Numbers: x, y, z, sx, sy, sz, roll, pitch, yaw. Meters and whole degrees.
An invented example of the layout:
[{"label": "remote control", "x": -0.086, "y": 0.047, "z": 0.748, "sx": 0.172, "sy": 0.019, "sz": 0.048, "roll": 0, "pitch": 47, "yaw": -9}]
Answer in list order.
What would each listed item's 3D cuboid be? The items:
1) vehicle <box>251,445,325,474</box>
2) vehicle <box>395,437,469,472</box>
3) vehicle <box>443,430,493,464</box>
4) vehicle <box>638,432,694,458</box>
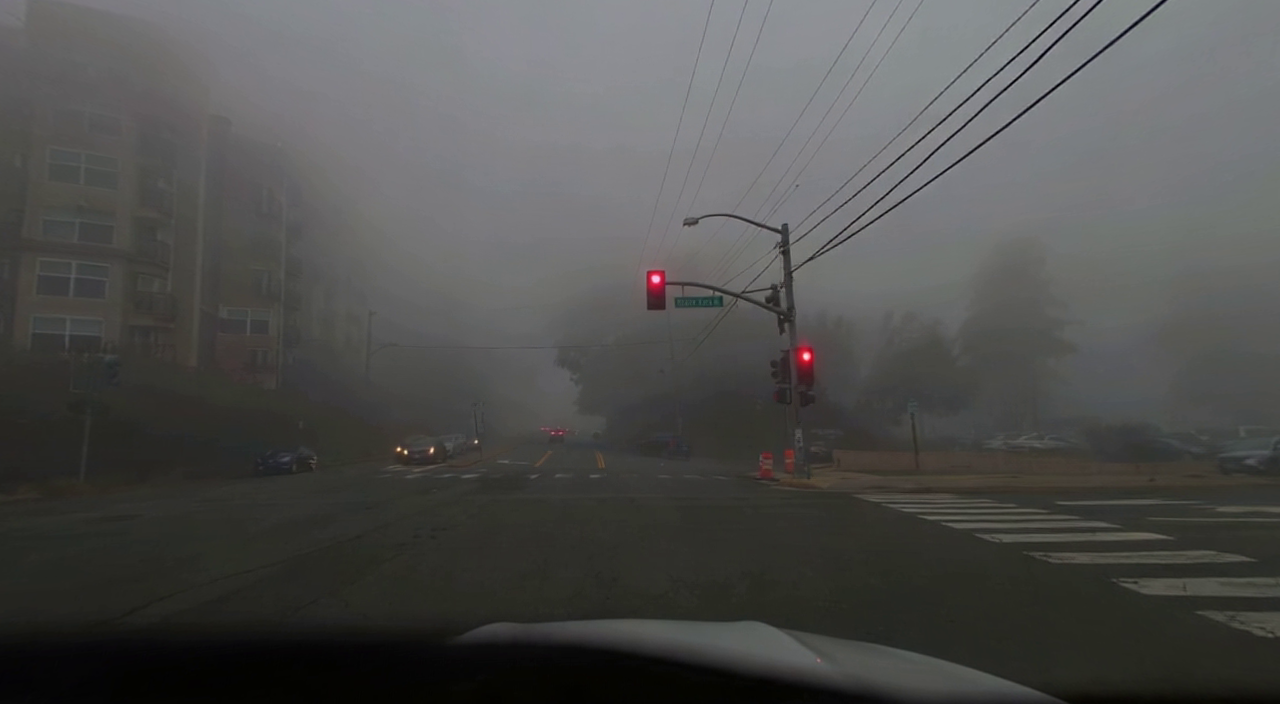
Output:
[{"label": "vehicle", "x": -21.109, "y": 6.463, "z": 38.095, "sx": 1.981, "sy": 1.628, "sz": 4.336, "roll": 0, "pitch": -9, "yaw": -1}, {"label": "vehicle", "x": -9.685, "y": 4.794, "z": 29.776, "sx": 2.116, "sy": 1.521, "sz": 4.294, "roll": 0, "pitch": -9, "yaw": -1}, {"label": "vehicle", "x": -9.788, "y": 5.456, "z": 36.187, "sx": 1.910, "sy": 1.818, "sz": 4.057, "roll": 0, "pitch": -9, "yaw": -3}, {"label": "vehicle", "x": 1.592, "y": 5.943, "z": 40.387, "sx": 2.073, "sy": 1.571, "sz": 4.790, "roll": 3, "pitch": -9, "yaw": -17}]
